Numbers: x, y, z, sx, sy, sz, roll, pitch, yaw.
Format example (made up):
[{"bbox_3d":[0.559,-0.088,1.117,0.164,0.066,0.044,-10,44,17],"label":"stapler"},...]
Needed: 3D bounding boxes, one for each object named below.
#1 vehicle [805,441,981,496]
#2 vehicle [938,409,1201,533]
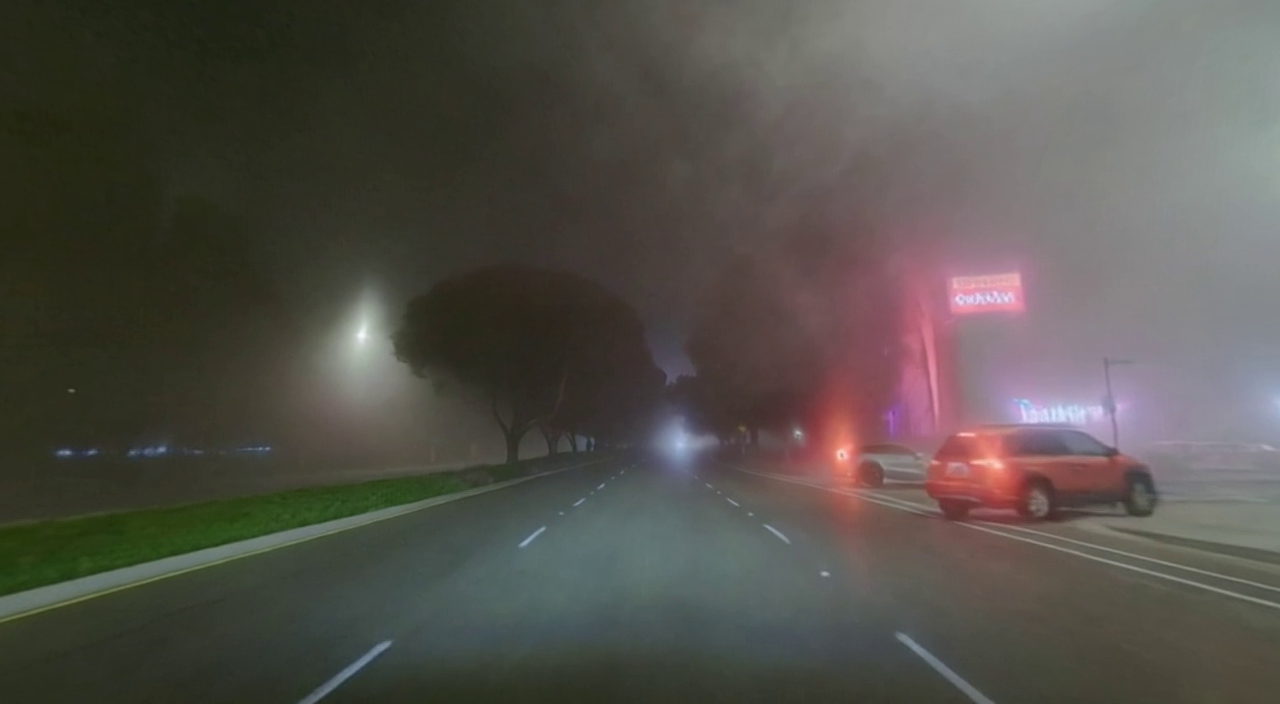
[{"bbox_3d":[7.679,3.503,19.355,4.733,1.499,2.000,-4,-9,26],"label":"vehicle"},{"bbox_3d":[8.701,2.273,12.710,5.157,1.991,2.477,5,-10,-34],"label":"vehicle"}]
